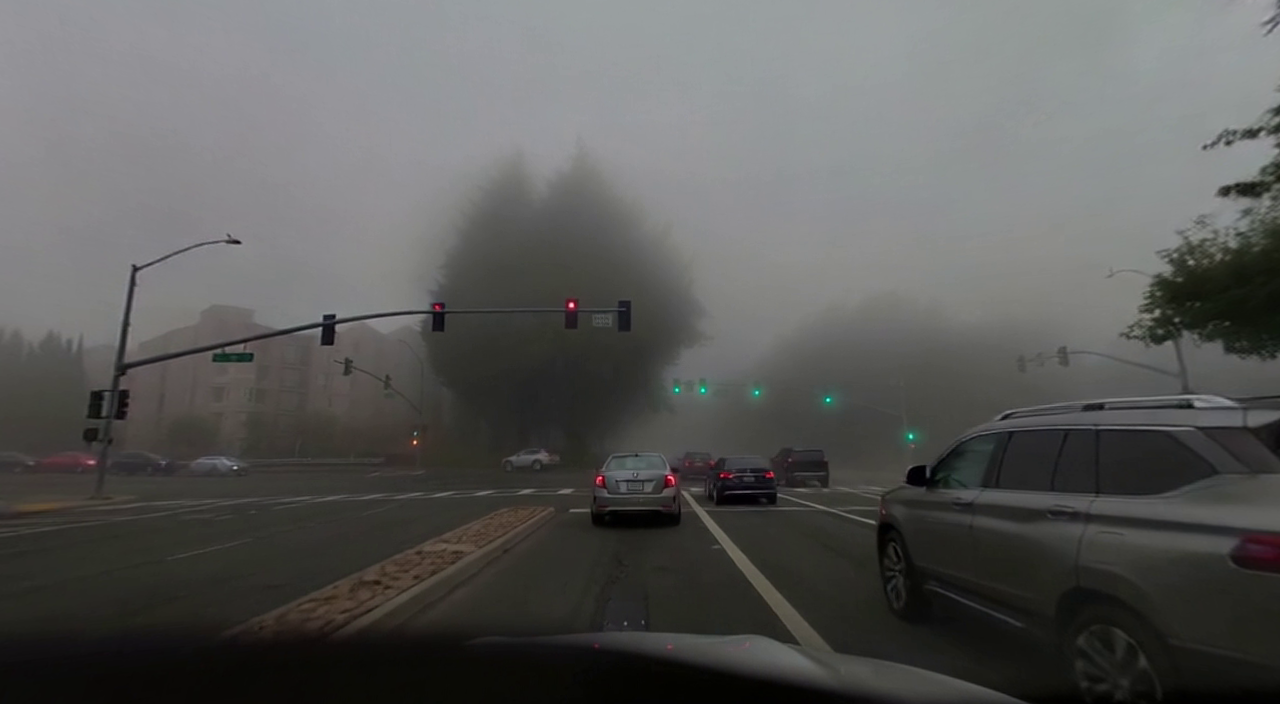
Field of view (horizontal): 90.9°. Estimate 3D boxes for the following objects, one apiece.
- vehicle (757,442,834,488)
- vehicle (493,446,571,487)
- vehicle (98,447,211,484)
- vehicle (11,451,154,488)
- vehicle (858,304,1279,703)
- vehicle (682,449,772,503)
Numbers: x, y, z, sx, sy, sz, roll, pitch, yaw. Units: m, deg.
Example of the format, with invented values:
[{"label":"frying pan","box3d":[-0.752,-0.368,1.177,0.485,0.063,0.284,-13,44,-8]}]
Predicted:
[{"label":"vehicle","box3d":[6.768,4.931,27.967,2.105,1.830,4.610,0,-8,-1]},{"label":"vehicle","box3d":[-5.068,5.227,29.133,2.099,1.705,4.020,5,-10,-32]},{"label":"vehicle","box3d":[-27.730,6.473,36.114,4.689,1.734,2.034,3,-8,-1]},{"label":"vehicle","box3d":[-26.243,5.543,29.800,4.724,1.630,1.968,0,-8,-3]},{"label":"vehicle","box3d":[2.818,0.863,2.551,2.115,1.737,4.642,0,-8,-1]},{"label":"vehicle","box3d":[2.601,3.830,20.029,2.009,1.480,4.423,0,-8,-3]}]
